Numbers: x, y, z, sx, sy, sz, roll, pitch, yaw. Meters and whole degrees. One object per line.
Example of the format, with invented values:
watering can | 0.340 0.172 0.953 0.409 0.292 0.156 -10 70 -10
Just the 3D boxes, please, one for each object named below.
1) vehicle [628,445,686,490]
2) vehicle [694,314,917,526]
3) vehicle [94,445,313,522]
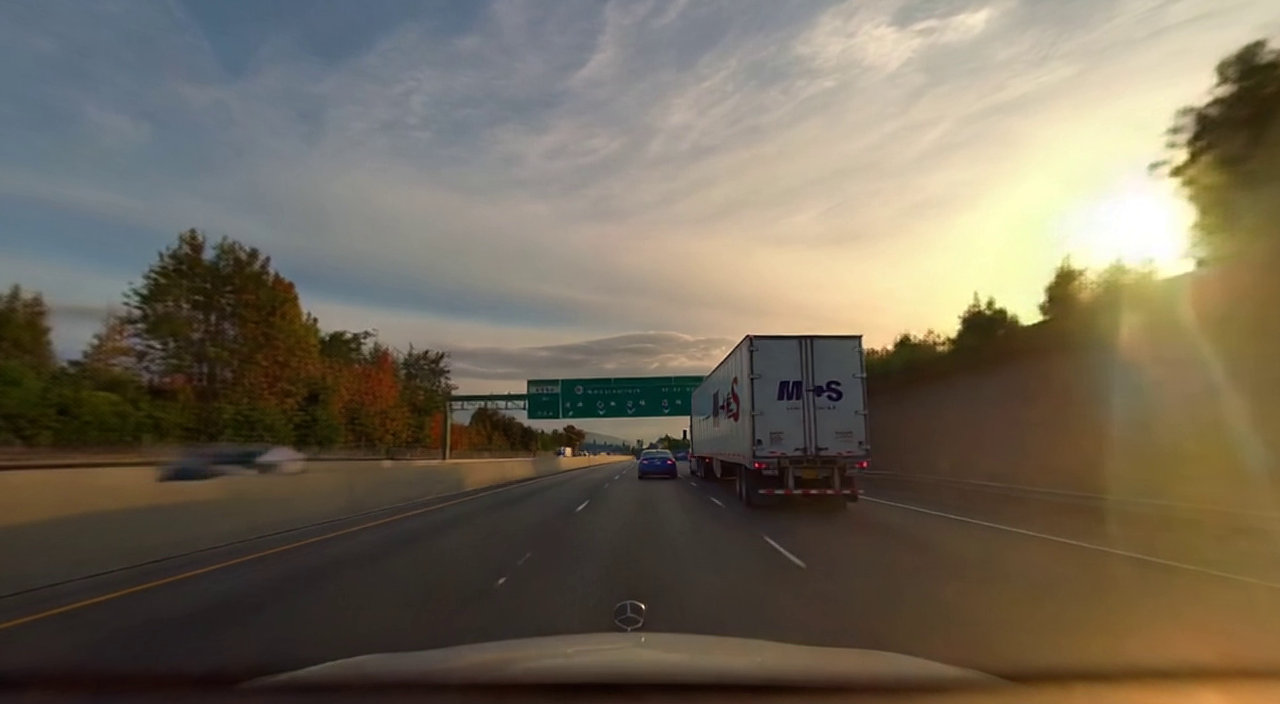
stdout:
vehicle | 0.605 4.519 25.027 2.121 1.642 3.828 0 -9 -1
vehicle | 3.758 2.338 19.283 3.002 4.104 14.174 0 -9 0
vehicle | -9.689 2.911 14.531 1.912 1.502 4.283 0 -9 1
